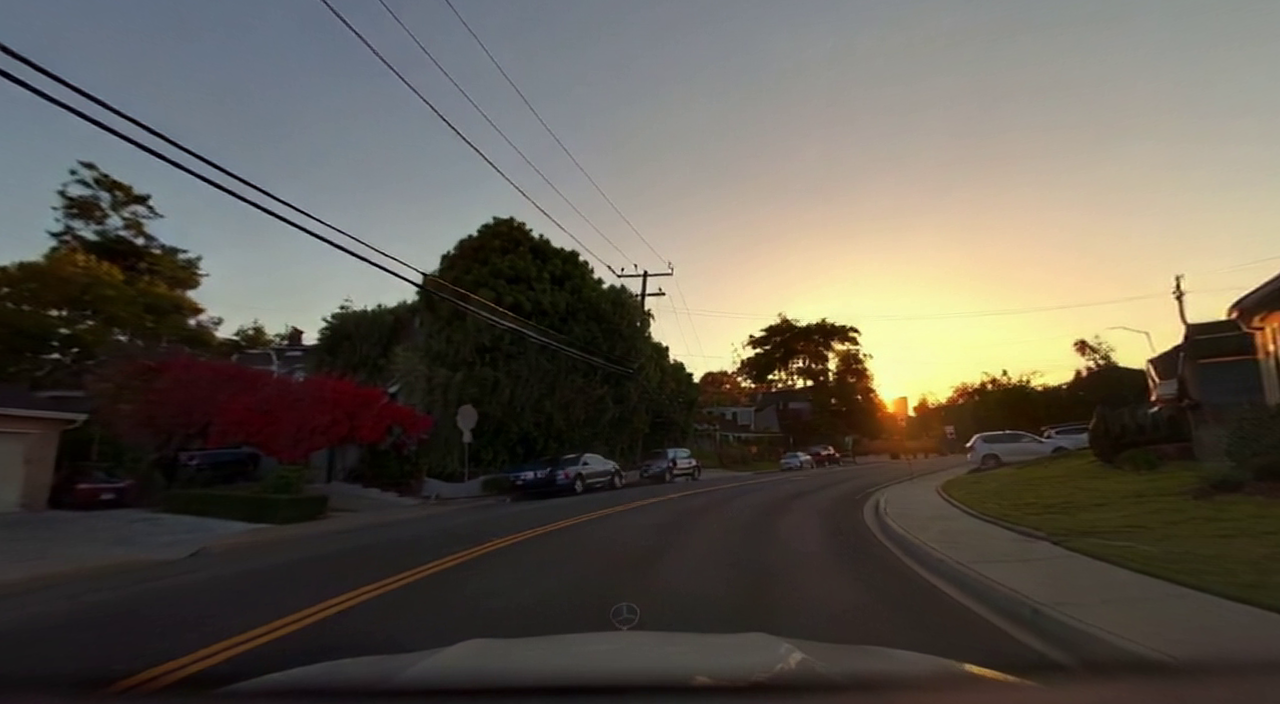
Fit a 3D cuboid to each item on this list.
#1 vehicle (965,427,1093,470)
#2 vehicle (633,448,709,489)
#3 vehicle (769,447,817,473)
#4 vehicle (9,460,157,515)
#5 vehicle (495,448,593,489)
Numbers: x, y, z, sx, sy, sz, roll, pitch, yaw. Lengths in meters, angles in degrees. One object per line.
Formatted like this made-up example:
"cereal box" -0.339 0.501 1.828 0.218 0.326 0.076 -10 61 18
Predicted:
"vehicle" 16.260 4.101 26.635 4.339 1.668 1.812 -5 -10 28
"vehicle" 1.585 5.700 30.569 2.056 1.726 4.463 -7 -14 25
"vehicle" 10.644 7.539 43.805 1.971 1.539 4.110 -6 -15 33
"vehicle" -17.602 4.222 19.997 3.697 1.489 1.842 -3 -10 21
"vehicle" -4.774 5.679 31.129 4.758 1.802 2.155 -7 -12 41
